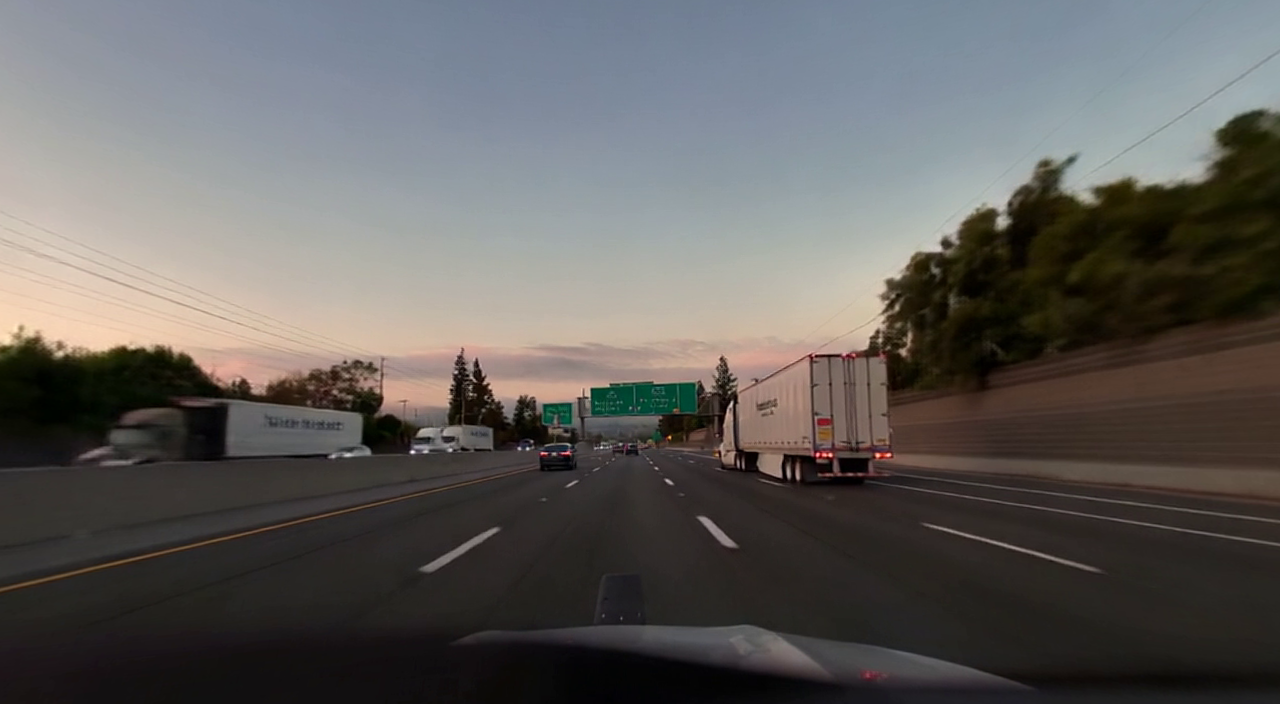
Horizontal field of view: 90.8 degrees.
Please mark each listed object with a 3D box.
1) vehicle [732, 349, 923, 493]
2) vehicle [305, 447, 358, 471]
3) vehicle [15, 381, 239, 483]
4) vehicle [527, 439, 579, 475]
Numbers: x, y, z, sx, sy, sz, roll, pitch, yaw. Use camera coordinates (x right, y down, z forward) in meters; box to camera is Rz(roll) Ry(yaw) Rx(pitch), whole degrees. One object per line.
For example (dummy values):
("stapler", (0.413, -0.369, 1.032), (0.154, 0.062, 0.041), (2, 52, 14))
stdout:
("vehicle", (6.601, 3.184, 26.356), (2.919, 4.195, 15.833), (0, -9, -1))
("vehicle", (-17.918, 6.190, 36.827), (1.449, 1.325, 3.238), (0, -9, 0))
("vehicle", (-21.185, 3.501, 26.989), (3.026, 3.740, 7.644), (0, -9, 0))
("vehicle", (-4.290, 5.288, 31.935), (2.027, 1.651, 4.099), (0, -9, 0))
